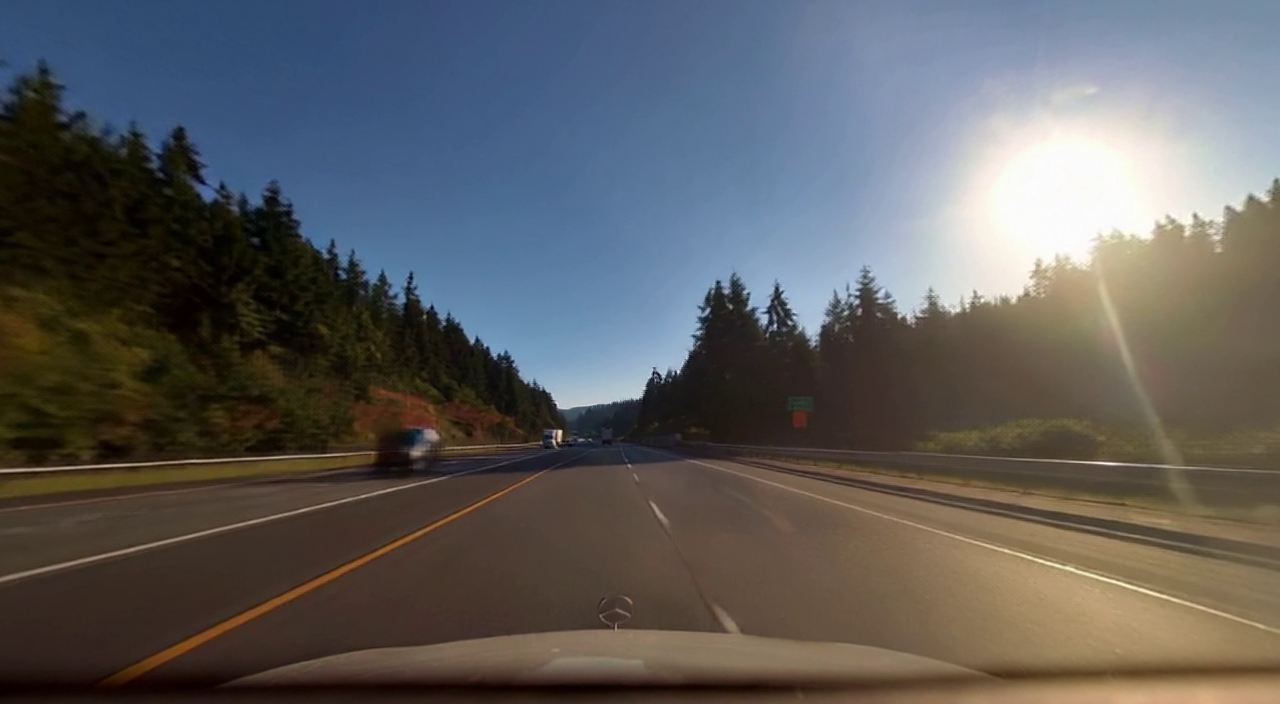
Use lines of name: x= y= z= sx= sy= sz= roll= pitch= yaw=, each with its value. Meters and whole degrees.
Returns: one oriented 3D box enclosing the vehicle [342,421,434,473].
vehicle: x=-12.469 y=4.745 z=31.710 sx=2.301 sy=2.310 sz=5.930 roll=0 pitch=-8 yaw=-1
